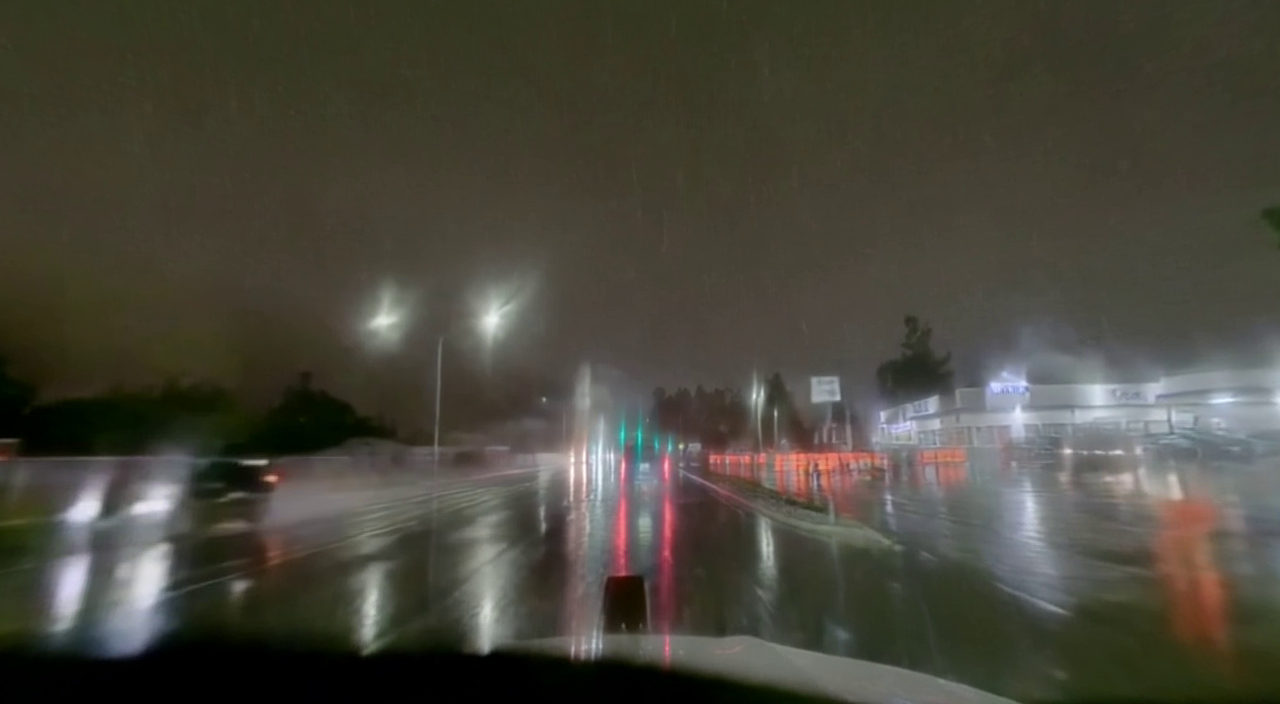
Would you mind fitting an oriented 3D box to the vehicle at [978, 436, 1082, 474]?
[{"bbox_3d":[18.882,5.028,30.710,2.039,1.705,4.666,0,-9,0],"label":"vehicle"}]

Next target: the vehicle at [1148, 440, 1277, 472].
[{"bbox_3d":[27.733,5.045,30.662,1.904,1.432,4.712,0,-9,1],"label":"vehicle"}]

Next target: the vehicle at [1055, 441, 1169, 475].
[{"bbox_3d":[21.794,4.915,29.245,1.934,1.457,4.134,1,-9,-3],"label":"vehicle"}]

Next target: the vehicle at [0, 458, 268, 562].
[{"bbox_3d":[-9.465,2.832,12.019,1.956,1.527,4.365,0,-9,1],"label":"vehicle"}]

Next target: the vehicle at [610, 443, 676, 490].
[{"bbox_3d":[0.107,4.049,22.482,2.144,1.514,4.063,0,-9,0],"label":"vehicle"}]
